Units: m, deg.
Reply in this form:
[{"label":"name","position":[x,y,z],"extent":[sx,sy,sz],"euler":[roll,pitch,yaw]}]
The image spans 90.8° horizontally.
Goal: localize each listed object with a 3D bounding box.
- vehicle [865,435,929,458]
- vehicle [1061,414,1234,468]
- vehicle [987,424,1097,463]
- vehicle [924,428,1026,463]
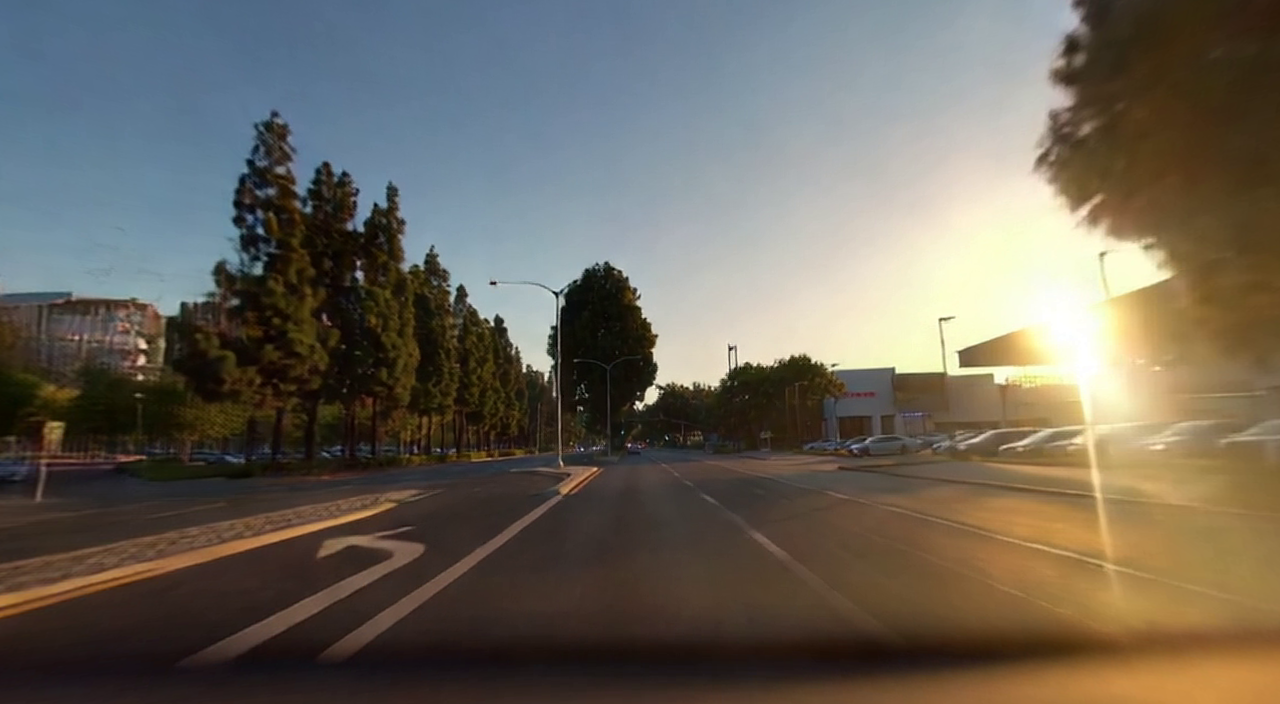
[{"label":"vehicle","position":[18.984,6.985,46.572],"extent":[4.515,1.606,1.910],"euler":[5,-10,-30]},{"label":"vehicle","position":[17.624,3.181,22.344],"extent":[1.912,1.646,4.870],"euler":[-1,-9,-2]},{"label":"vehicle","position":[17.441,4.035,27.703],"extent":[1.841,1.471,4.367],"euler":[-2,-9,-1]},{"label":"vehicle","position":[17.219,4.862,32.875],"extent":[2.196,1.667,5.262],"euler":[0,-8,-3]}]
